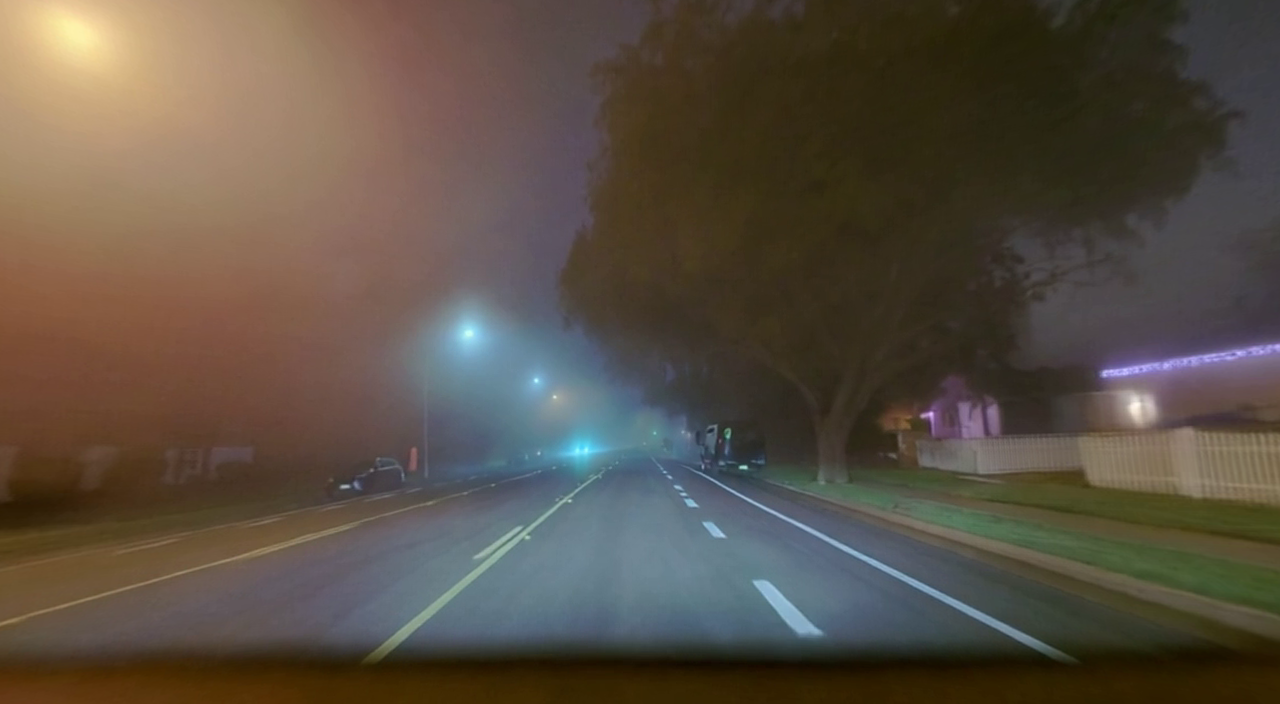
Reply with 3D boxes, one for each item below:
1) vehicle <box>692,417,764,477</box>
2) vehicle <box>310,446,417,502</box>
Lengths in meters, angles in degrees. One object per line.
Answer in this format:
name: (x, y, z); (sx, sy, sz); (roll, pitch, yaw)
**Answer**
vehicle: (3.882, 4.390, 29.165); (2.459, 2.452, 5.731); (1, -8, -1)
vehicle: (-11.248, 4.921, 26.135); (2.301, 1.855, 4.983); (-5, -8, -2)
